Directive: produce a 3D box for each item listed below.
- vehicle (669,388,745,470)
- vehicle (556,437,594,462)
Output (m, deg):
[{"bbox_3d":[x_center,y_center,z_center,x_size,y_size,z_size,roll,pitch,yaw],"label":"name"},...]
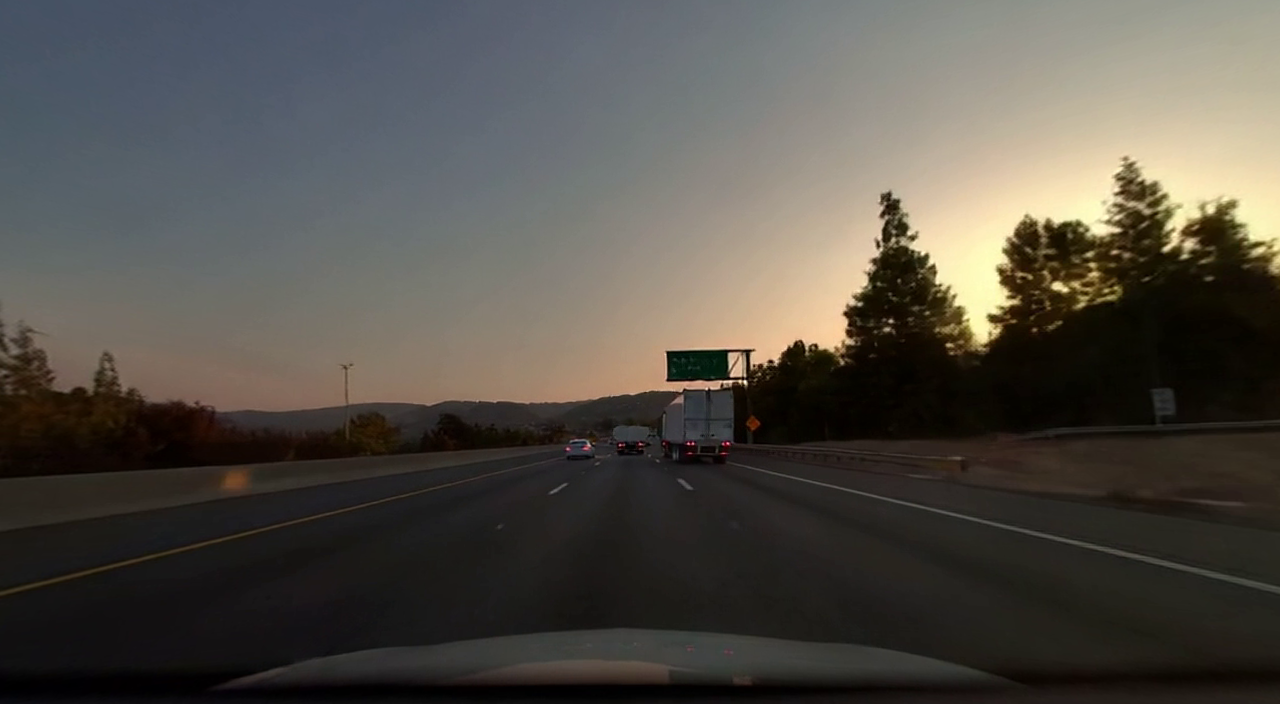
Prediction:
[{"bbox_3d":[3.540,4.548,36.346,2.997,3.983,10.860,1,-8,-1],"label":"vehicle"},{"bbox_3d":[-4.216,6.391,41.324,2.111,1.536,4.270,0,-8,0],"label":"vehicle"}]
